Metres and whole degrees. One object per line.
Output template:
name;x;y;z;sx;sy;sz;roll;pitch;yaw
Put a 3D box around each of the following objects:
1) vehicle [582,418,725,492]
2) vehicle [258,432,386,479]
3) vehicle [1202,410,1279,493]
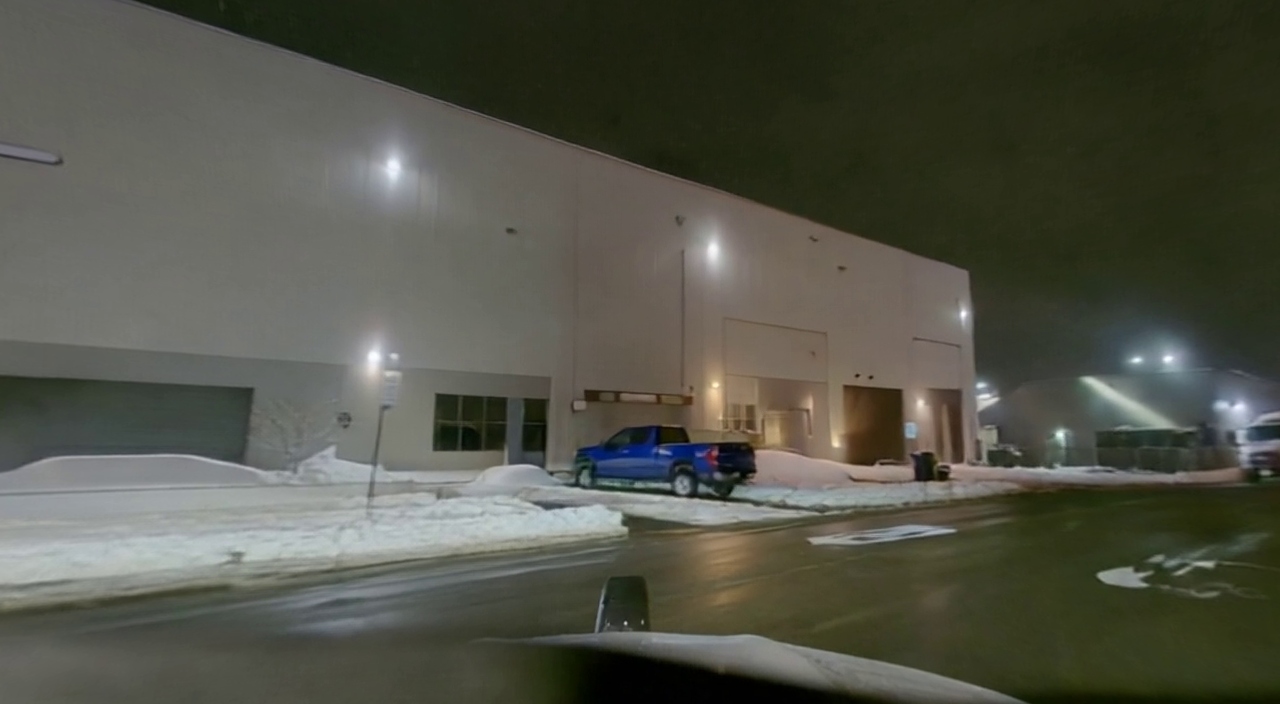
vehicle;0.737;4.727;28.626;6.271;3.004;2.298;8;-12;-34
vehicle;-15.380;4.973;30.610;5.207;2.103;1.997;5;-10;-34
vehicle;35.351;5.510;35.324;7.722;4.217;3.111;4;-10;-30
